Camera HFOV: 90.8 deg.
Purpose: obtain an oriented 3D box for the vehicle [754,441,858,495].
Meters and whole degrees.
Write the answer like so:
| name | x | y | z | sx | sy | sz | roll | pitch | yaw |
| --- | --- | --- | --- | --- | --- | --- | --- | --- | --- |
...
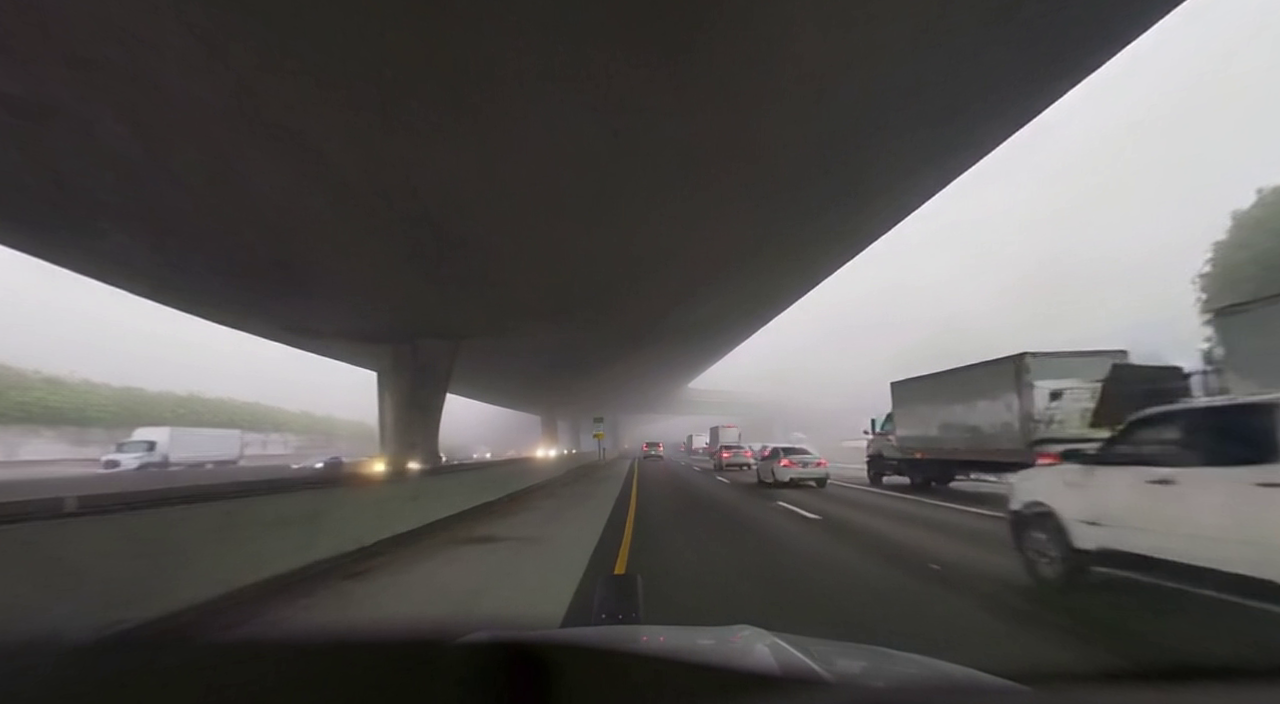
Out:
| name | x | y | z | sx | sy | sz | roll | pitch | yaw |
| --- | --- | --- | --- | --- | --- | --- | --- | --- | --- |
| vehicle | 5.116 | 3.629 | 20.305 | 1.959 | 1.483 | 5.135 | 0 | -8 | 0 |

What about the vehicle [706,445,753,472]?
| name | x | y | z | sx | sy | sz | roll | pitch | yaw |
| --- | --- | --- | --- | --- | --- | --- | --- | --- | --- |
| vehicle | 5.001 | 6.015 | 35.949 | 1.987 | 1.448 | 4.356 | 0 | -8 | -1 |

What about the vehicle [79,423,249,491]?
| name | x | y | z | sx | sy | sz | roll | pitch | yaw |
| --- | --- | --- | --- | --- | --- | --- | --- | --- | --- |
| vehicle | -31.426 | 7.015 | 42.758 | 2.995 | 3.941 | 11.403 | 0 | -8 | -2 |

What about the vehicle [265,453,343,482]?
| name | x | y | z | sx | sy | sz | roll | pitch | yaw |
| --- | --- | --- | --- | --- | --- | --- | --- | --- | --- |
| vehicle | -19.034 | 6.536 | 36.047 | 1.885 | 1.493 | 4.670 | 0 | -8 | 0 |

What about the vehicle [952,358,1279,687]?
| name | x | y | z | sx | sy | sz | roll | pitch | yaw |
| --- | --- | --- | --- | --- | --- | --- | --- | --- | --- |
| vehicle | 4.620 | 1.095 | 4.511 | 2.201 | 1.804 | 4.801 | 0 | -8 | -1 |

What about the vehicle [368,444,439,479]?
| name | x | y | z | sx | sy | sz | roll | pitch | yaw |
| --- | --- | --- | --- | --- | --- | --- | --- | --- | --- |
| vehicle | -11.871 | 5.502 | 32.073 | 1.926 | 1.610 | 4.351 | 0 | -8 | 0 |
